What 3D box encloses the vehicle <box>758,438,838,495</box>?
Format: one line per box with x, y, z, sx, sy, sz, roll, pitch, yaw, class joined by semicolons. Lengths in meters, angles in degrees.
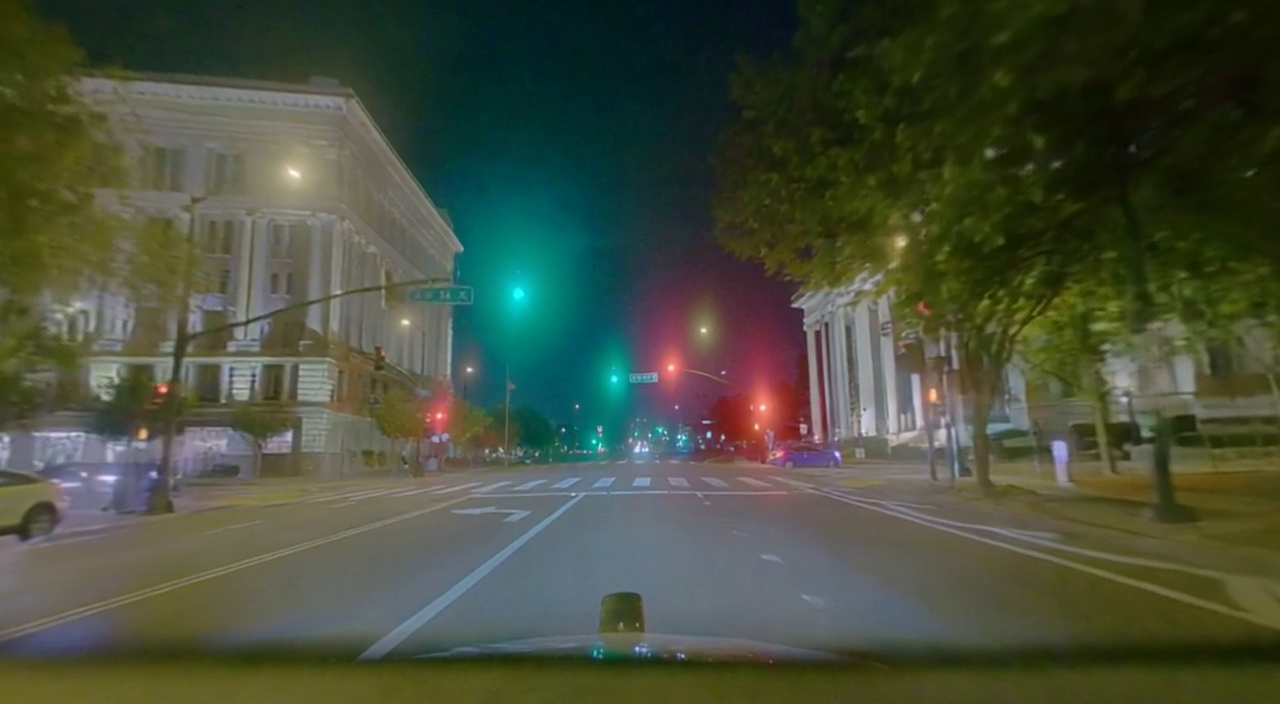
4.754;3.448;19.542;2.085;1.530;4.125;-2;-8;11;vehicle

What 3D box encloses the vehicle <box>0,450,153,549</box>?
-12.305;2.733;11.801;2.011;1.668;5.474;0;-8;1;vehicle
